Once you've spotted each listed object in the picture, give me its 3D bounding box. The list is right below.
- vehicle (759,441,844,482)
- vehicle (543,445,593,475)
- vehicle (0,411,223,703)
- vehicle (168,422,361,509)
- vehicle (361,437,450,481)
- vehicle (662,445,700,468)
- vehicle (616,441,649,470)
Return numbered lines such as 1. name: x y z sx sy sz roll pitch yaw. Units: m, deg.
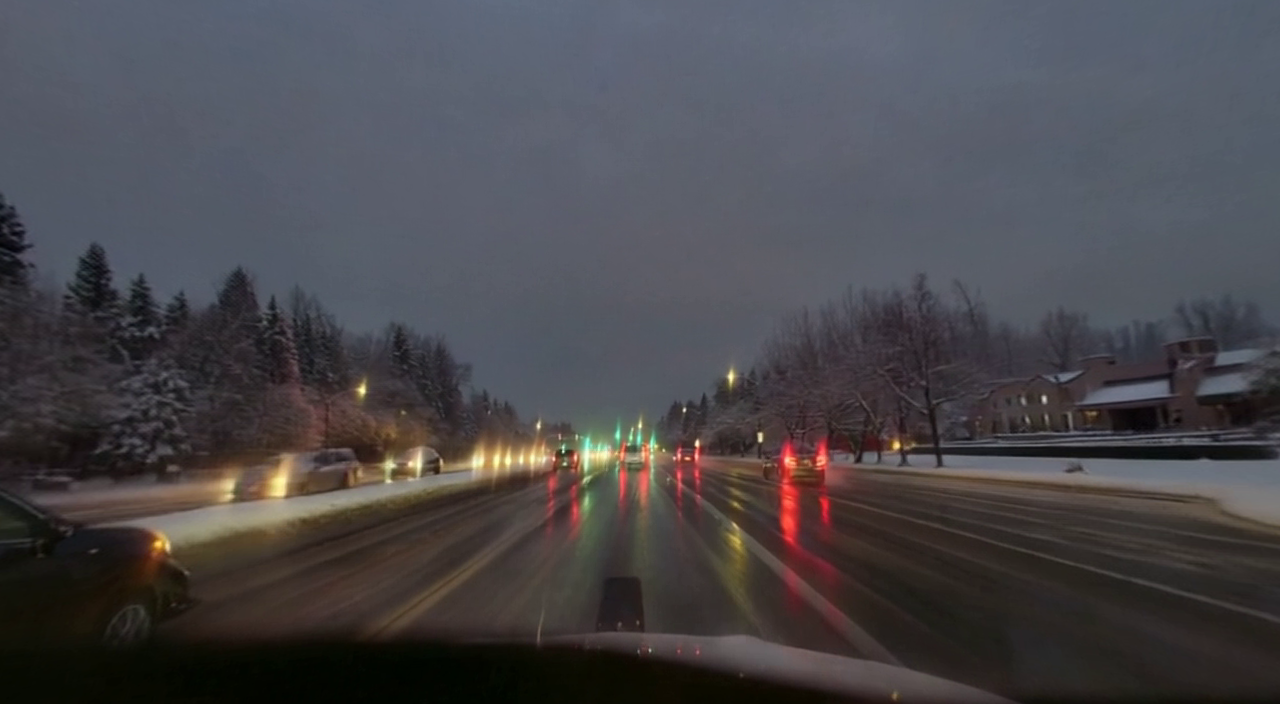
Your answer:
1. vehicle: 6.184 4.239 24.815 2.028 1.451 4.625 0 -8 -1
2. vehicle: -3.828 5.833 34.365 2.163 1.474 4.413 0 -8 1
3. vehicle: -3.733 0.877 1.878 2.018 1.476 4.364 0 -8 -1
4. vehicle: -9.283 2.792 16.221 2.185 1.752 4.599 -4 -8 0
5. vehicle: -9.539 4.357 26.107 2.026 1.639 4.496 0 -8 -1
6. vehicle: 2.617 6.778 41.131 2.014 1.430 4.103 0 -8 -2
7. vehicle: -0.465 6.584 40.290 2.008 1.716 4.125 0 -8 -1
